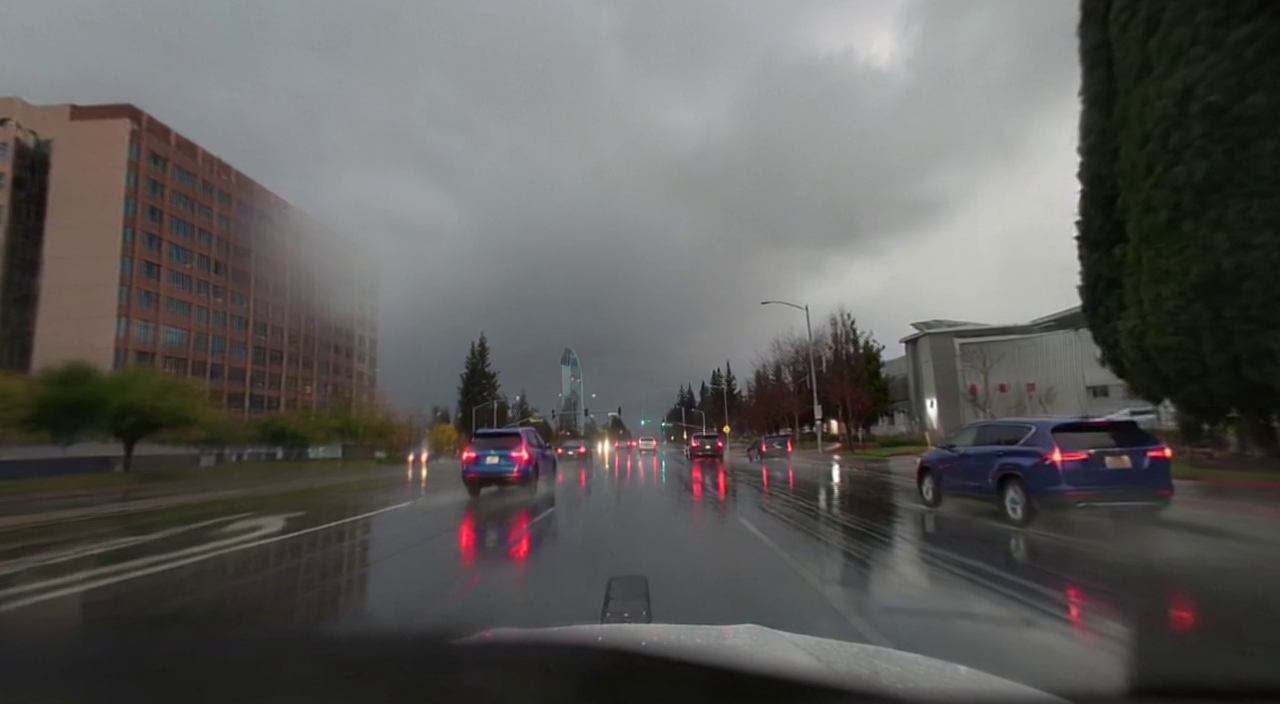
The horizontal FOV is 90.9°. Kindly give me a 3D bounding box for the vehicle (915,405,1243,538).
[{"bbox_3d":[6.536,1.846,10.269,2.088,1.666,4.512,0,-9,0],"label":"vehicle"}]

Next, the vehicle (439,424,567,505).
[{"bbox_3d":[-3.189,2.736,15.708,2.141,1.719,4.379,0,-9,1],"label":"vehicle"}]

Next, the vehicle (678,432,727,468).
[{"bbox_3d":[3.360,5.414,34.889,2.178,1.804,4.766,0,-9,0],"label":"vehicle"}]

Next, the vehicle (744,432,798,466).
[{"bbox_3d":[7.431,5.537,36.139,2.076,1.793,4.464,0,-9,-1],"label":"vehicle"}]
